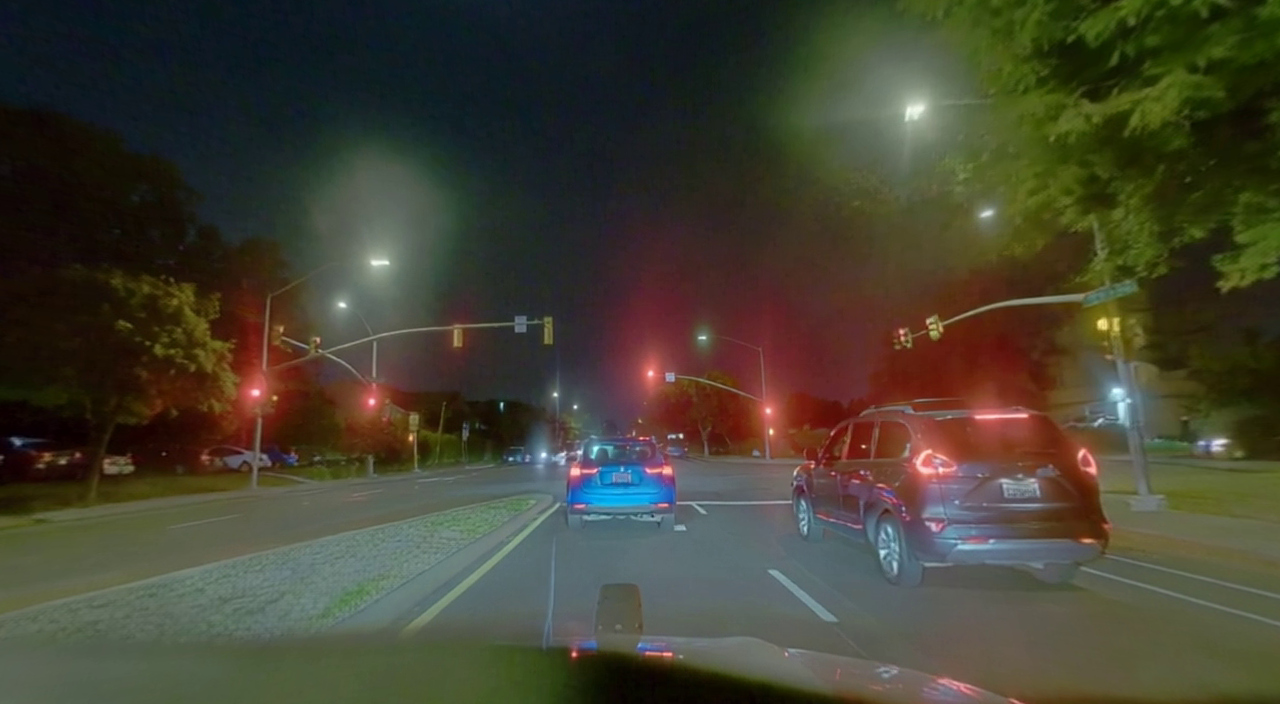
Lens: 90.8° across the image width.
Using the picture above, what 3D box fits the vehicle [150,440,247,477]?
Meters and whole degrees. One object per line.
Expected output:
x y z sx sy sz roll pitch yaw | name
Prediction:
-28.516 6.886 40.921 4.943 2.110 2.217 4 -10 -35 | vehicle

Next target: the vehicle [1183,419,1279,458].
34.495 4.794 34.813 6.226 2.061 2.527 -2 -9 14 | vehicle

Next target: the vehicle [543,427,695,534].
-0.328 2.202 11.484 2.177 1.512 4.682 0 -8 -1 | vehicle

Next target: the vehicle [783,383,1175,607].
3.192 1.459 7.271 2.046 1.768 4.370 0 -8 0 | vehicle
